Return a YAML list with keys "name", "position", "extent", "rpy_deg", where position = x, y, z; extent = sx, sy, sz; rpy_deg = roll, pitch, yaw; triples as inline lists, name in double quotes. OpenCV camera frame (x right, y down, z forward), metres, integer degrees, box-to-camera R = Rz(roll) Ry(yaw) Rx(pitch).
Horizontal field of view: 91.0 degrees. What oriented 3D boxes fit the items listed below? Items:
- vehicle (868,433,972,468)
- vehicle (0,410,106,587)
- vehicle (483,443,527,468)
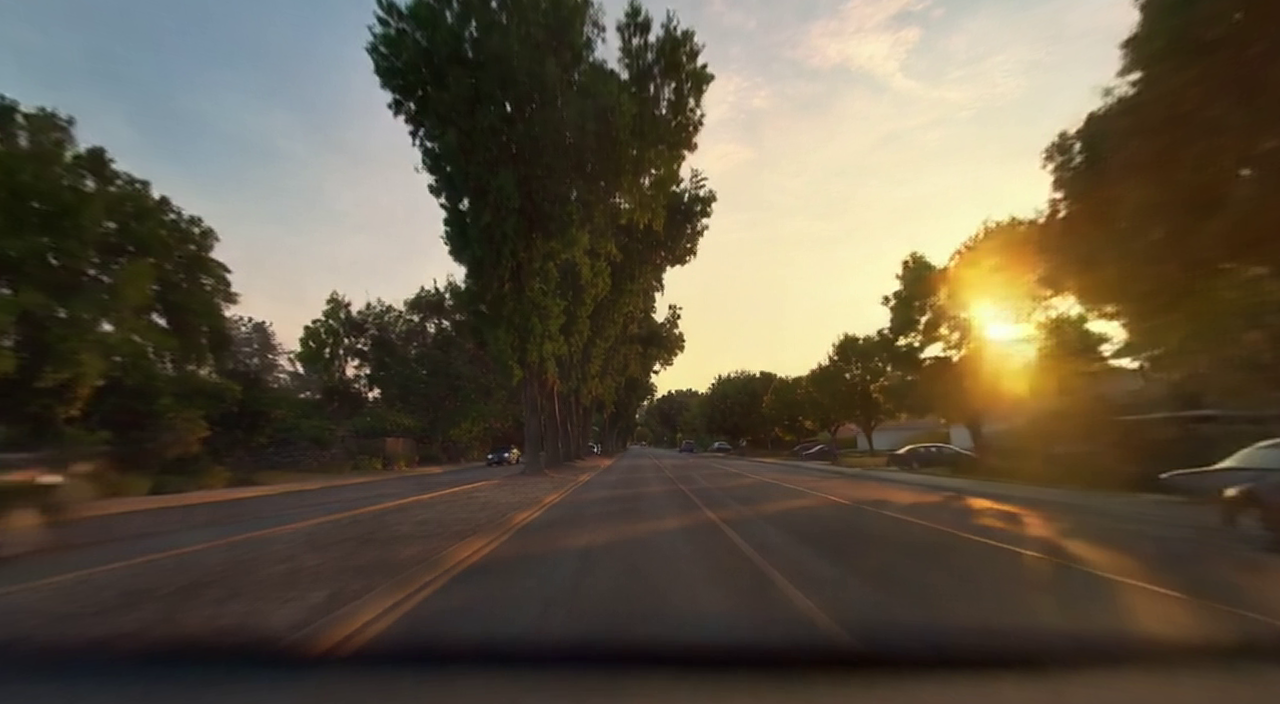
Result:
- name: "vehicle"
  position: [14.364, 5.047, 32.437]
  extent: [4.386, 1.711, 1.929]
  rpy_deg: [0, -8, 0]
- name: "vehicle"
  position: [-7.675, 1.364, 5.313]
  extent: [2.019, 1.819, 4.897]
  rpy_deg: [-1, -8, 0]
- name: "vehicle"
  position: [-9.585, 7.372, 45.100]
  extent: [2.000, 1.728, 4.587]
  rpy_deg: [-1, -8, 2]
